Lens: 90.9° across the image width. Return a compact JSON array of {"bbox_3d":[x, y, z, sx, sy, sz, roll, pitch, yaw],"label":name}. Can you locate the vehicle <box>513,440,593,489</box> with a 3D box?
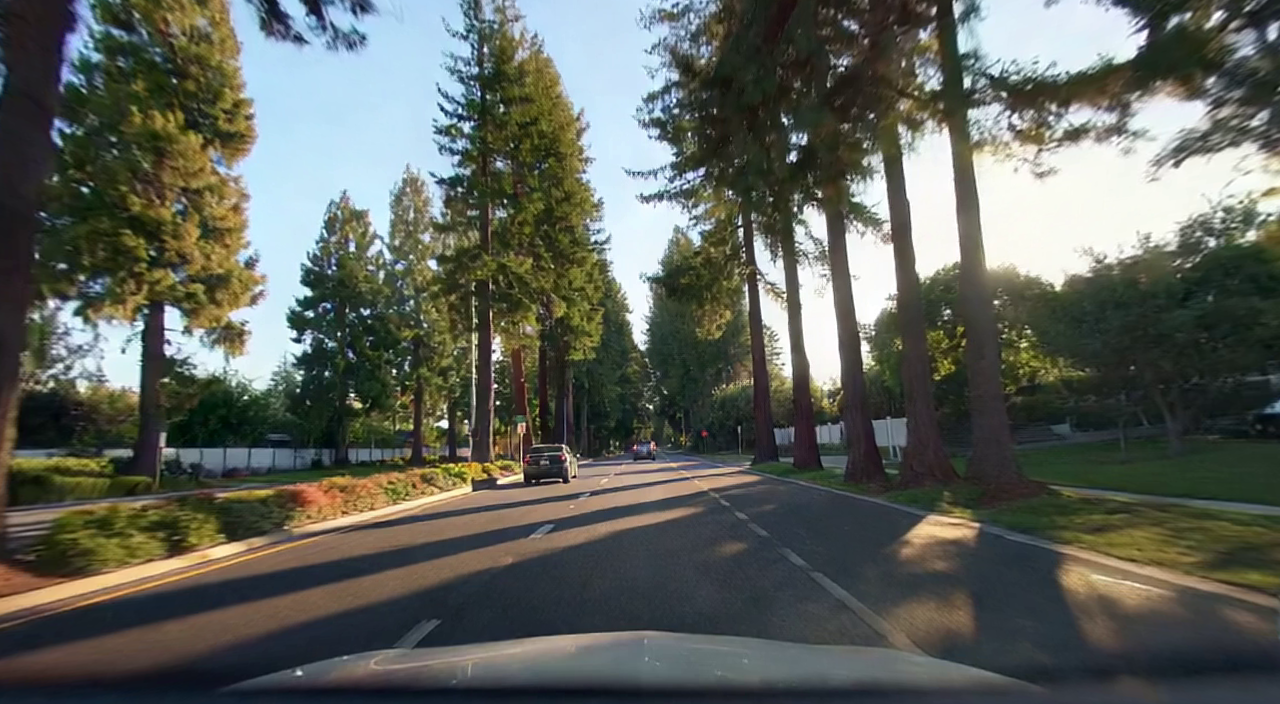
[{"bbox_3d":[-2.802,3.744,21.329,2.021,1.466,4.330,0,-9,1],"label":"vehicle"}]
